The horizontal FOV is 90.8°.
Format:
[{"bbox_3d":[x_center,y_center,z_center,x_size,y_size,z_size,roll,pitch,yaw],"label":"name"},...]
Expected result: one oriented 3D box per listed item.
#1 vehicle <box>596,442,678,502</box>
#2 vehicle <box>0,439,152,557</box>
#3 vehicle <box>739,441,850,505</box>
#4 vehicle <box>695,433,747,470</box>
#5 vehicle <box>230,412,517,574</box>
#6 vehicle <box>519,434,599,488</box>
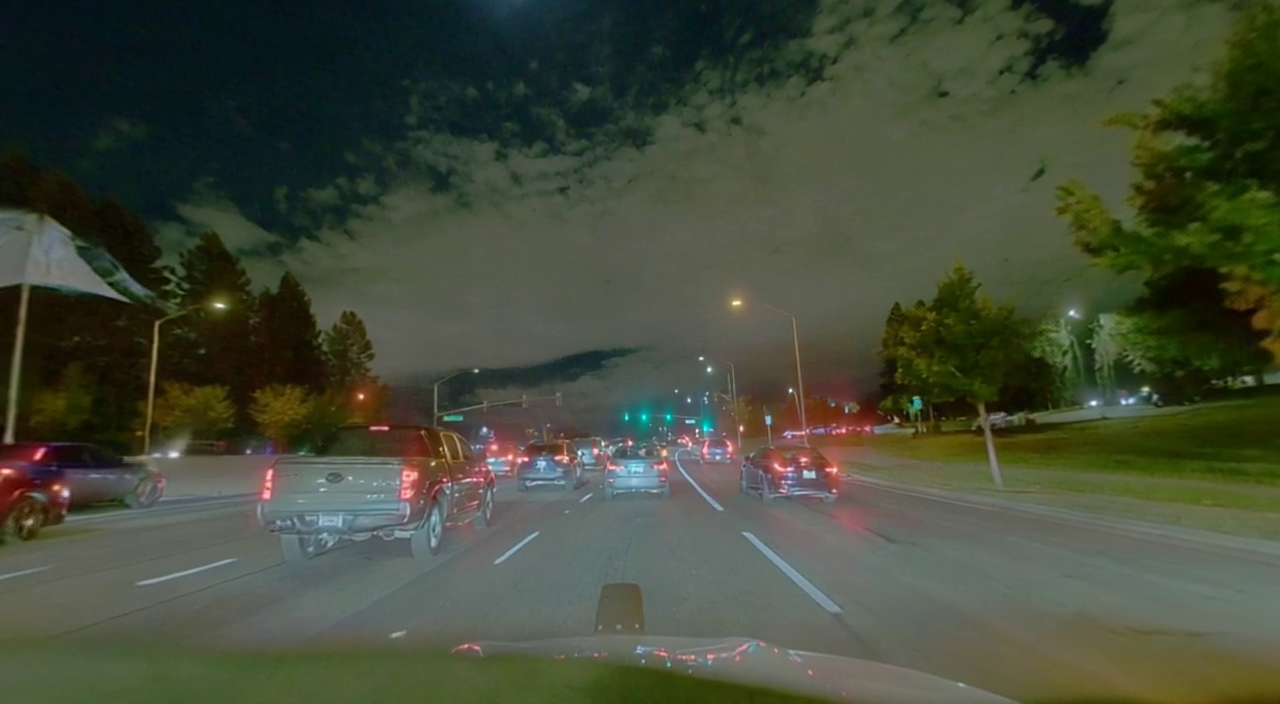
[{"bbox_3d":[-0.058,3.340,18.048,2.030,1.477,4.330,0,-9,1],"label":"vehicle"},{"bbox_3d":[-9.198,1.874,8.170,2.146,1.480,4.589,0,-9,-1],"label":"vehicle"},{"bbox_3d":[3.939,3.148,16.918,1.884,1.463,4.195,0,-9,0],"label":"vehicle"},{"bbox_3d":[4.236,5.304,33.770,2.099,1.845,4.363,0,-9,-1],"label":"vehicle"},{"bbox_3d":[-3.424,1.938,9.607,2.111,1.745,5.274,0,-9,-1],"label":"vehicle"},{"bbox_3d":[-2.886,4.036,23.678,2.218,1.829,4.492,-1,-9,3],"label":"vehicle"}]
